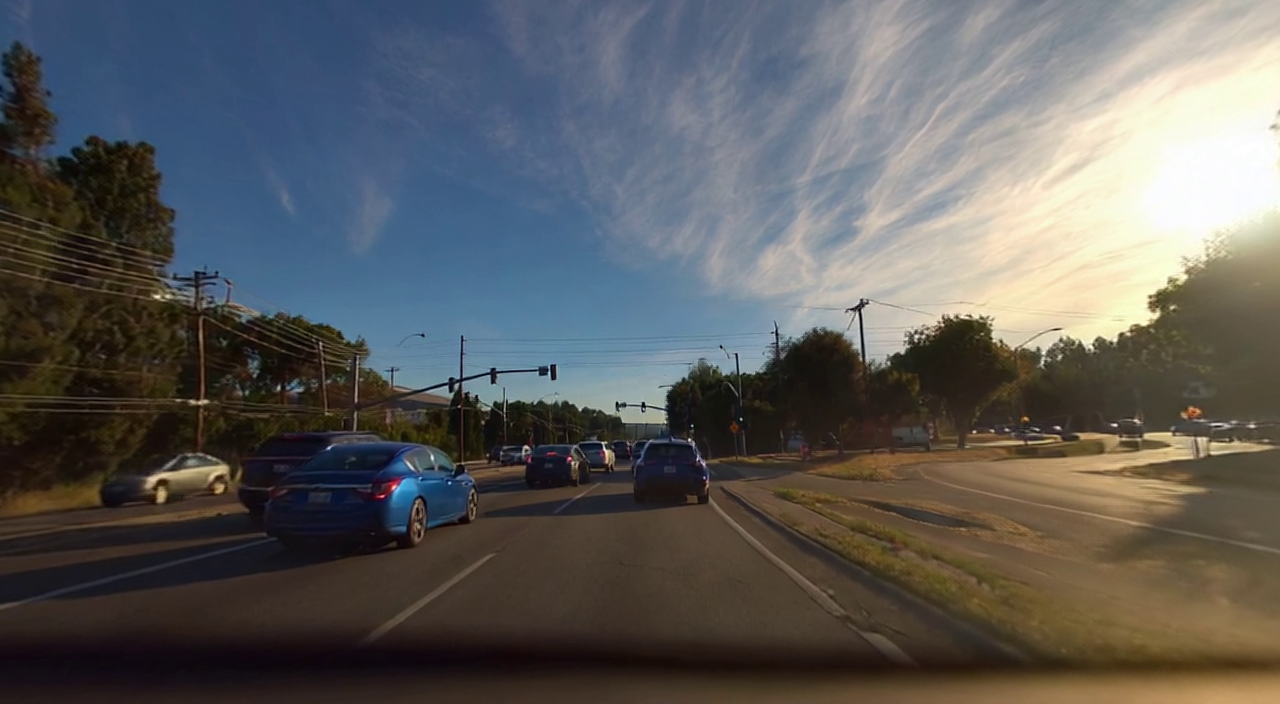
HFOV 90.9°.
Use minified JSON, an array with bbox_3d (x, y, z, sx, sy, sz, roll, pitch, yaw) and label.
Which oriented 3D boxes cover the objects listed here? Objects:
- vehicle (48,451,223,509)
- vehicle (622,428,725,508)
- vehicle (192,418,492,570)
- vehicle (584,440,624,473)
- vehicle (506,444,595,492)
[{"bbox_3d":[-16.491,4.158,20.973,1.842,1.655,4.501,-1,-9,5],"label":"vehicle"},{"bbox_3d":[0.791,2.801,15.581,2.205,1.691,3.937,-1,-9,2],"label":"vehicle"},{"bbox_3d":[-3.760,1.871,9.093,2.018,1.621,4.441,0,-9,2],"label":"vehicle"},{"bbox_3d":[-2.044,6.032,36.624,1.788,1.773,3.731,-1,-9,5],"label":"vehicle"},{"bbox_3d":[-2.888,3.843,21.297,2.105,1.436,4.311,-1,-9,4],"label":"vehicle"}]
